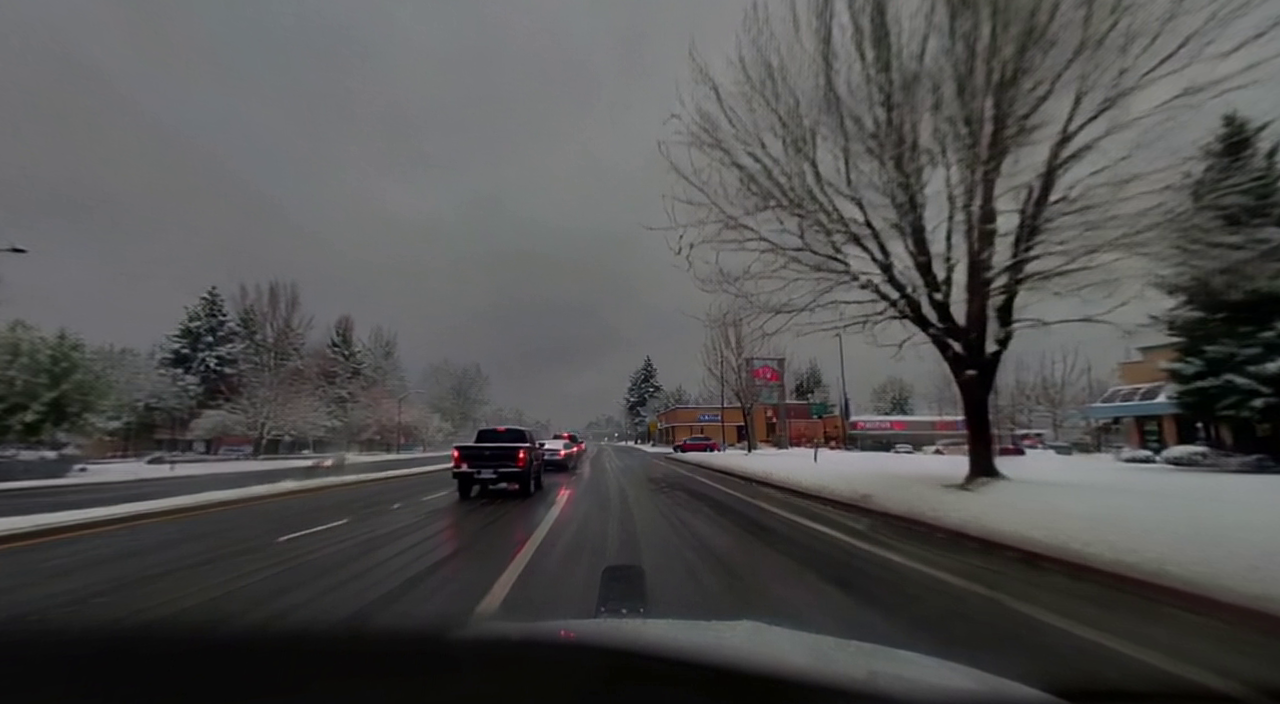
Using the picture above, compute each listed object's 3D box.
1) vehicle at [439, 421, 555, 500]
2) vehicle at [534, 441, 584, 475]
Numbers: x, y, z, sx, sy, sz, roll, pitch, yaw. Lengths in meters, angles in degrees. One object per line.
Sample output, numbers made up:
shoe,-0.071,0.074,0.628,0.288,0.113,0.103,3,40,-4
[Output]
vehicle,-3.836,3.028,17.894,2.222,1.899,5.006,0,-8,-2
vehicle,-3.710,4.876,29.284,2.113,1.446,4.309,1,-8,-5
